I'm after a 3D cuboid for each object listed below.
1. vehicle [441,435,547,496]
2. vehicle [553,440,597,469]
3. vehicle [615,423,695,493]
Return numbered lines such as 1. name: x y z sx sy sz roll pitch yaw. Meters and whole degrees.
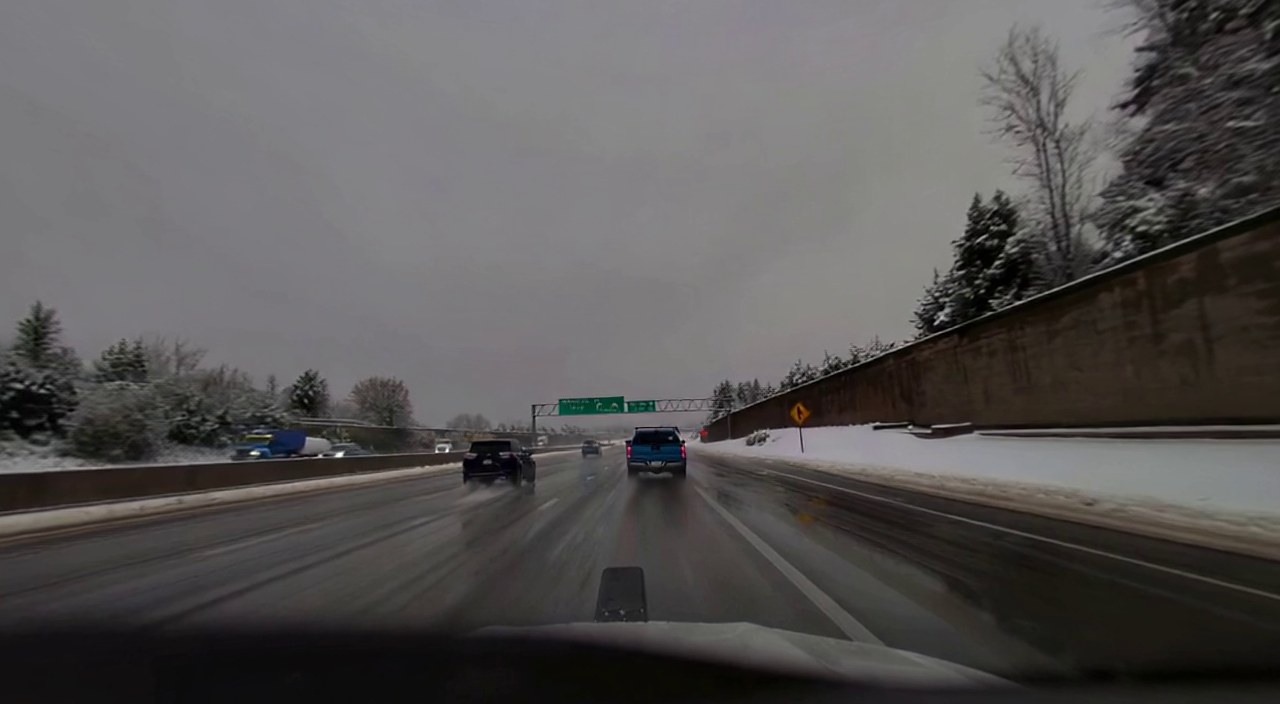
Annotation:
1. vehicle: -4.212 3.350 19.046 1.961 1.591 4.756 -1 -8 1
2. vehicle: -3.811 6.049 37.480 2.061 1.584 4.290 0 -8 1
3. vehicle: 0.412 3.121 18.882 2.083 1.792 4.782 0 -8 1
